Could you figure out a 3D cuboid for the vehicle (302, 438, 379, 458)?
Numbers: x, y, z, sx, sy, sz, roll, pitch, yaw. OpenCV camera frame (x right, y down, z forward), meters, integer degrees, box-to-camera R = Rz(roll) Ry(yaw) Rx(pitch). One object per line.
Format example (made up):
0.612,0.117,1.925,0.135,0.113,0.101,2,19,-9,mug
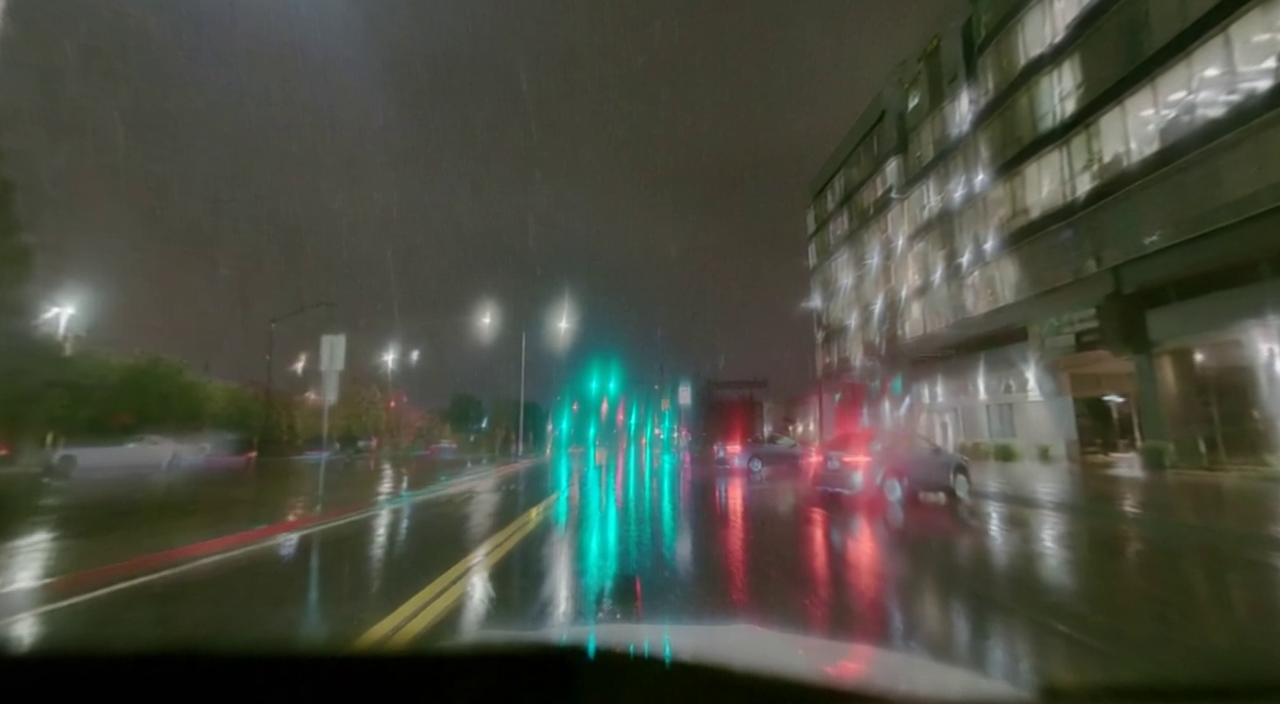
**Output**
-19.612,6.294,41.464,2.660,1.211,4.739,-1,-8,2,vehicle

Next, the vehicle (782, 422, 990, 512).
4.926,2.194,12.542,3.844,1.524,1.847,4,-9,-32,vehicle

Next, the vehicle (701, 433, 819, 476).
4.610,3.889,24.247,4.033,1.514,1.974,3,-9,-24,vehicle
